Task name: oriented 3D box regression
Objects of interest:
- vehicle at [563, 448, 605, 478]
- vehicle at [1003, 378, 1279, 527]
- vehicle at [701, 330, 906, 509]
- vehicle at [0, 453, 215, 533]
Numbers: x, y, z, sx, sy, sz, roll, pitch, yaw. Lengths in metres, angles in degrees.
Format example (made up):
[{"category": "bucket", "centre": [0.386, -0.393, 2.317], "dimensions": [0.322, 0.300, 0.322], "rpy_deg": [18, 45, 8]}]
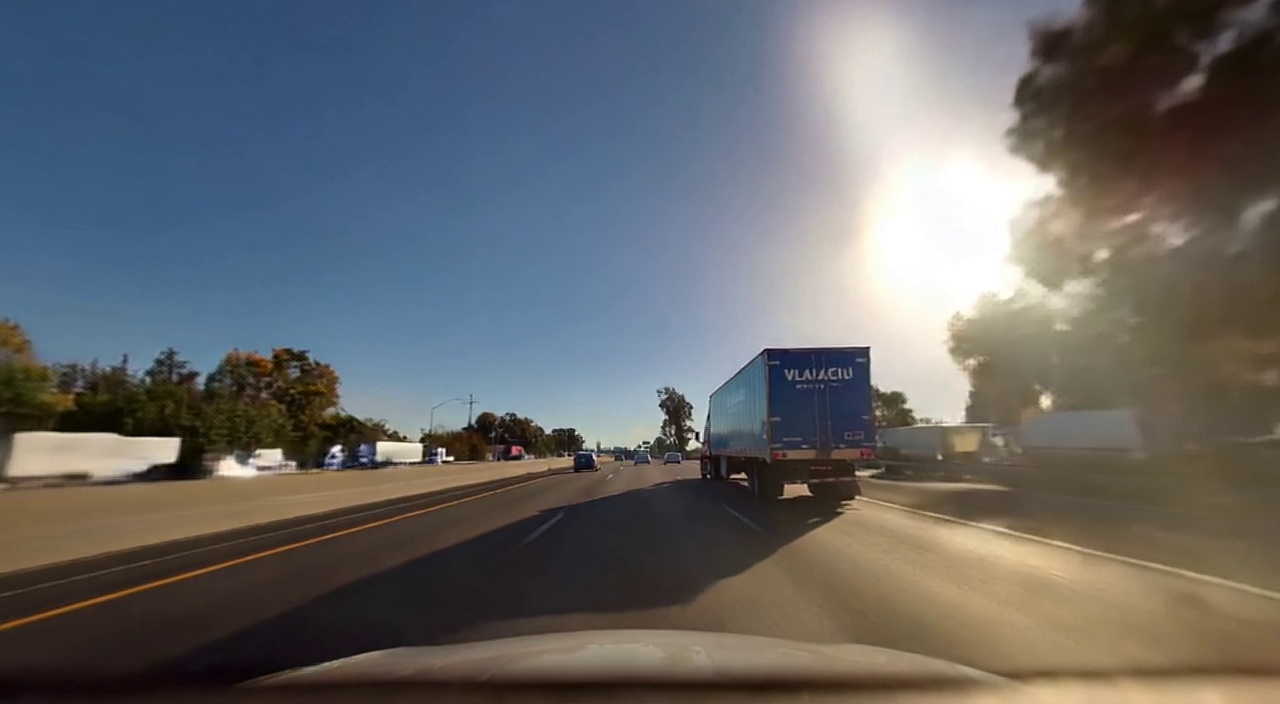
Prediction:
[{"category": "vehicle", "centre": [-3.291, 6.599, 37.667], "dimensions": [2.107, 1.626, 4.804], "rpy_deg": [0, -9, 0]}, {"category": "vehicle", "centre": [18.632, 3.602, 22.531], "dimensions": [2.828, 3.967, 14.191], "rpy_deg": [2, -9, 0]}, {"category": "vehicle", "centre": [4.395, 2.612, 21.518], "dimensions": [2.847, 4.075, 14.244], "rpy_deg": [0, -9, -1]}, {"category": "vehicle", "centre": [-12.029, 3.068, 14.315], "dimensions": [1.793, 1.455, 4.263], "rpy_deg": [0, -9, 0]}]
